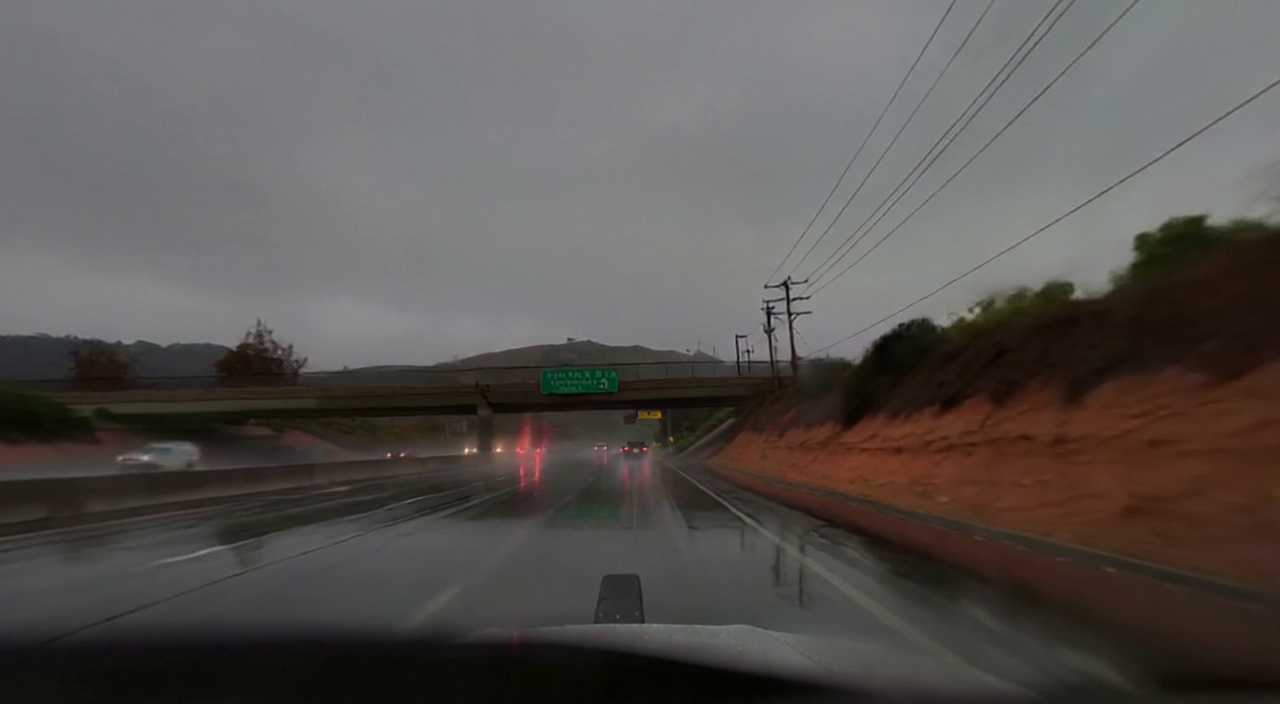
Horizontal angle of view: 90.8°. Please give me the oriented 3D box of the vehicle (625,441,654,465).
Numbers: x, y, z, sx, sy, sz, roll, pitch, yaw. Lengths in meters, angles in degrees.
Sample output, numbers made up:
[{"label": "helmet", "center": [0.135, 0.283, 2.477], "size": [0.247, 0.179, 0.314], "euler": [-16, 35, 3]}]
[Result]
[{"label": "vehicle", "center": [-0.042, 7.434, 46.685], "size": [2.063, 1.715, 4.299], "euler": [0, -8, 0]}]

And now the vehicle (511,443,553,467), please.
[{"label": "vehicle", "center": [-7.343, 7.025, 43.363], "size": [2.077, 1.511, 4.323], "euler": [0, -8, 1]}]

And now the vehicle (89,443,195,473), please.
[{"label": "vehicle", "center": [-35.683, 7.578, 45.573], "size": [2.391, 1.995, 6.473], "euler": [0, -8, 0]}]
